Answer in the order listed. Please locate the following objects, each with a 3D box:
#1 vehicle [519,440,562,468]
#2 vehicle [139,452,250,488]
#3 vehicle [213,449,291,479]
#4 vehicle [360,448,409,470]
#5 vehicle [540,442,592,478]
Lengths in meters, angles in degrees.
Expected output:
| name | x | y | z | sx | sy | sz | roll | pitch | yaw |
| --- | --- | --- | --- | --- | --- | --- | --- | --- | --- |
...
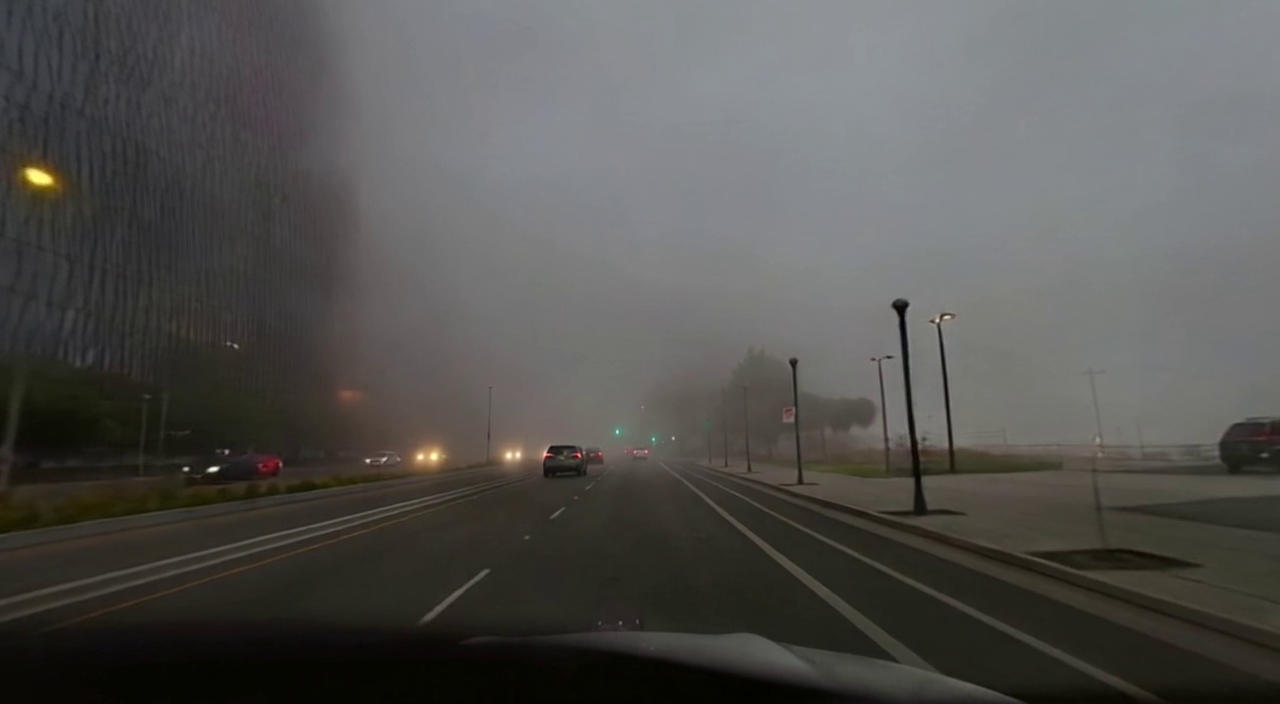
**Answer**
| name | x | y | z | sx | sy | sz | roll | pitch | yaw |
| --- | --- | --- | --- | --- | --- | --- | --- | --- | --- |
| vehicle | -6.887 | 7.127 | 44.245 | 2.224 | 1.821 | 4.711 | 0 | -8 | 1 |
| vehicle | -20.194 | 5.341 | 28.912 | 1.856 | 1.471 | 4.445 | 0 | -8 | 0 |
| vehicle | -23.680 | 6.832 | 38.763 | 1.855 | 1.692 | 4.621 | 0 | -8 | 0 |
| vehicle | -20.134 | 8.445 | 49.999 | 1.918 | 1.601 | 4.610 | 0 | -8 | 0 |
| vehicle | -3.355 | 4.986 | 29.410 | 1.983 | 1.545 | 3.773 | 0 | -8 | 0 |
